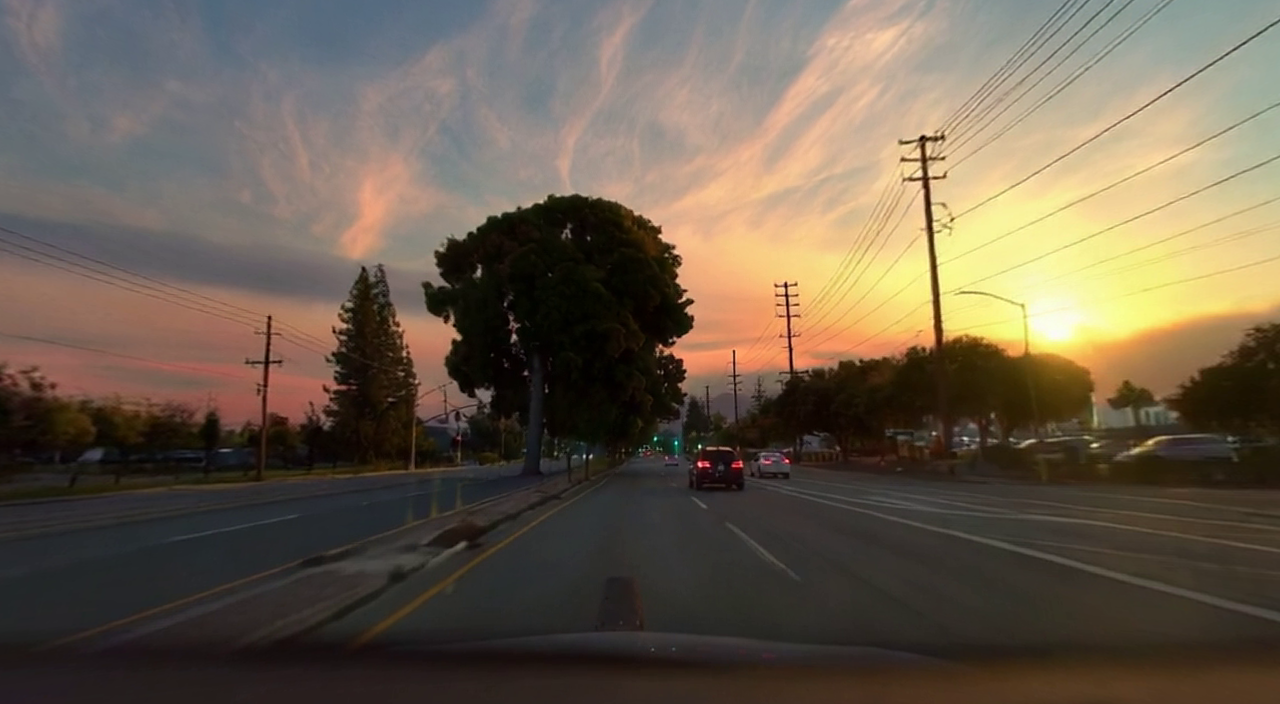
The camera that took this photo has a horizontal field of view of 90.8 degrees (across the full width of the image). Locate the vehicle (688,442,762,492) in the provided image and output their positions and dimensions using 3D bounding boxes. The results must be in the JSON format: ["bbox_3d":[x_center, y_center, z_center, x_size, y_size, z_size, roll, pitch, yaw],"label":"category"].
[{"bbox_3d":[3.029,4.216,23.415,2.078,1.668,4.078,0,-9,-1],"label":"vehicle"}]
